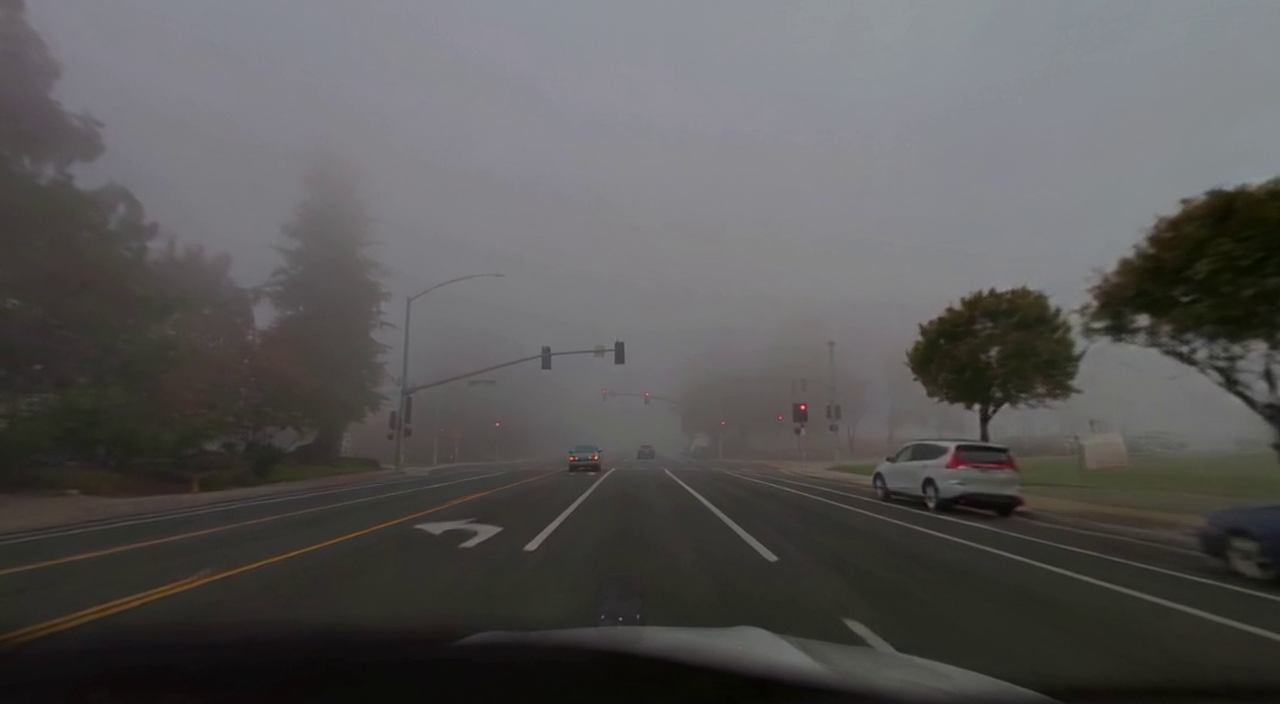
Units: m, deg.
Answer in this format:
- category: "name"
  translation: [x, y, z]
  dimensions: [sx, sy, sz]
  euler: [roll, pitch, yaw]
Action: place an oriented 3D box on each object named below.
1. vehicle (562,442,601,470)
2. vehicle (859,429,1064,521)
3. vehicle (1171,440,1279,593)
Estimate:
- category: "vehicle"
  translation: [-3.315, 6.004, 36.636]
  dimensions: [1.915, 1.553, 3.846]
  euler: [0, -8, 0]
- category: "vehicle"
  translation: [7.232, 2.794, 15.028]
  dimensions: [2.132, 1.793, 5.003]
  euler: [0, -8, -1]
- category: "vehicle"
  translation: [7.193, 1.423, 4.958]
  dimensions: [1.922, 1.473, 4.738]
  euler: [0, -8, 0]
